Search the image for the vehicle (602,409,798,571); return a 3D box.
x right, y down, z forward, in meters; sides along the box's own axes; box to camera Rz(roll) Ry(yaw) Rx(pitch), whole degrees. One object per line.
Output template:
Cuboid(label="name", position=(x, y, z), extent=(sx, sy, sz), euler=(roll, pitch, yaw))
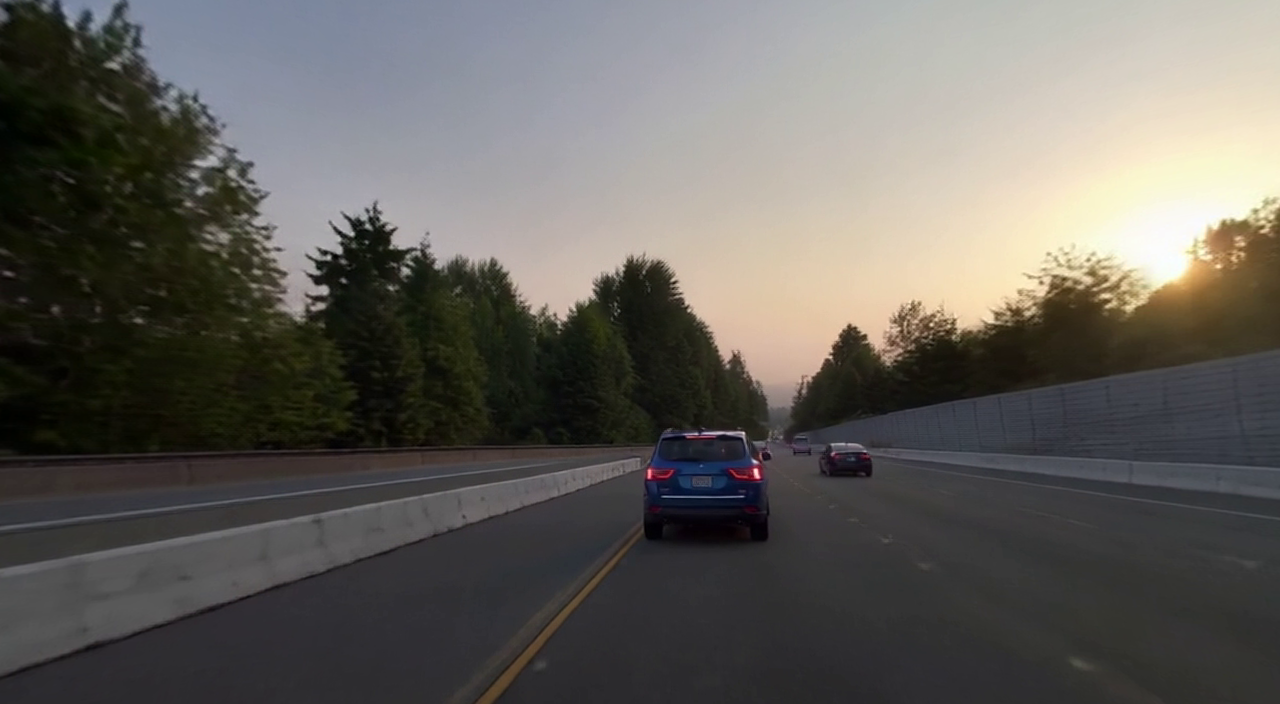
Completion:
Cuboid(label="vehicle", position=(0.921, 1.713, 8.626), extent=(2.021, 1.635, 4.085), euler=(-1, -8, 9))

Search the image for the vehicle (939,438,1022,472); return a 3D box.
Cuboid(label="vehicle", position=(15.924, 4.818, 29.742), extent=(1.990, 1.478, 4.475), euler=(-1, -8, 9))

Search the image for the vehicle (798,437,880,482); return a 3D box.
Cuboid(label="vehicle", position=(7.078, 3.860, 22.918), extent=(1.962, 1.442, 4.536), euler=(-1, -8, 6))
